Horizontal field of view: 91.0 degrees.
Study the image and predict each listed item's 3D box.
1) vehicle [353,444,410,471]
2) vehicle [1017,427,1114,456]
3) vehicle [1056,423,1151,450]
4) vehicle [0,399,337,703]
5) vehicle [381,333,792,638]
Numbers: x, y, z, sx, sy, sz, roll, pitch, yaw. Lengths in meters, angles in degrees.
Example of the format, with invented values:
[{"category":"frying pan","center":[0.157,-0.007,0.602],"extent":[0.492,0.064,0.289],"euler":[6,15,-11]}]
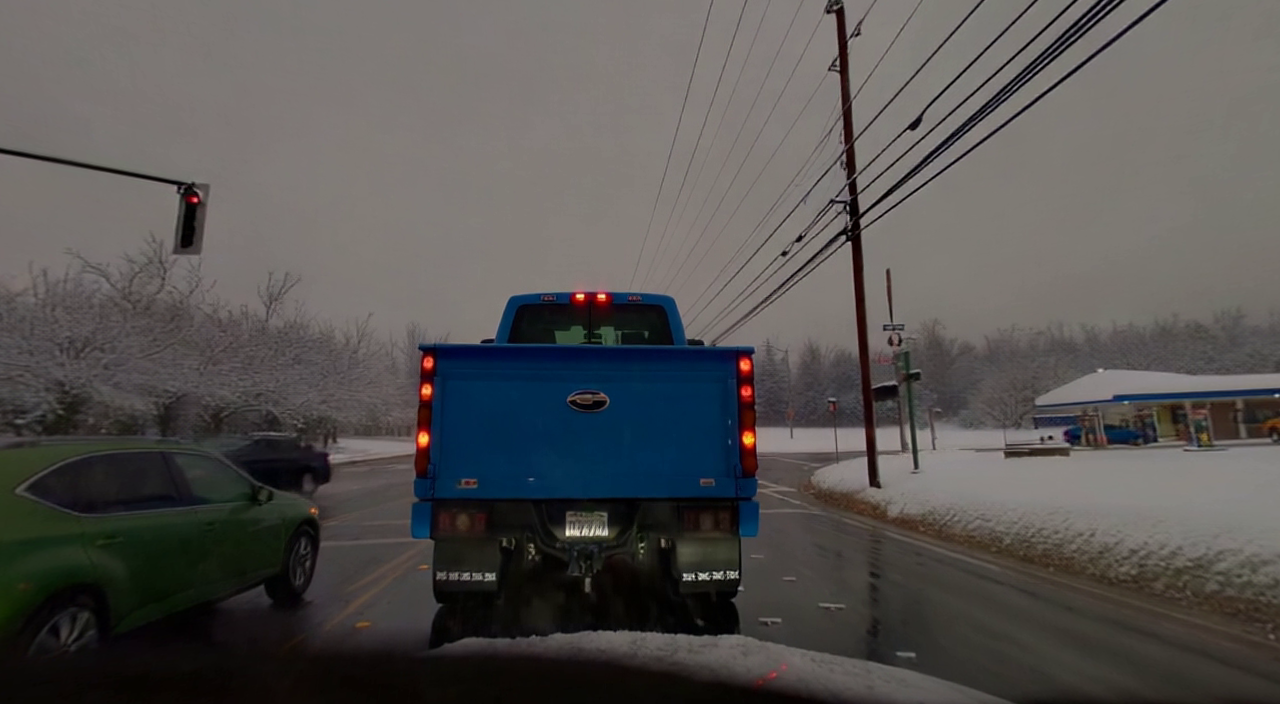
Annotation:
[{"category":"vehicle","center":[-17.121,7.012,41.914],"extent":[2.133,1.690,4.331],"euler":[0,-9,-3]},{"category":"vehicle","center":[25.563,5.392,37.927],"extent":[4.419,1.496,1.854],"euler":[-2,-9,1]},{"category":"vehicle","center":[32.746,5.999,44.541],"extent":[5.021,1.757,2.012],"euler":[-8,-12,44]},{"category":"vehicle","center":[-3.964,1.188,3.981],"extent":[2.017,1.555,4.150],"euler":[-1,-9,0]},{"category":"vehicle","center":[-0.426,1.322,7.208],"extent":[2.859,2.144,5.406],"euler":[0,-9,-1]}]
